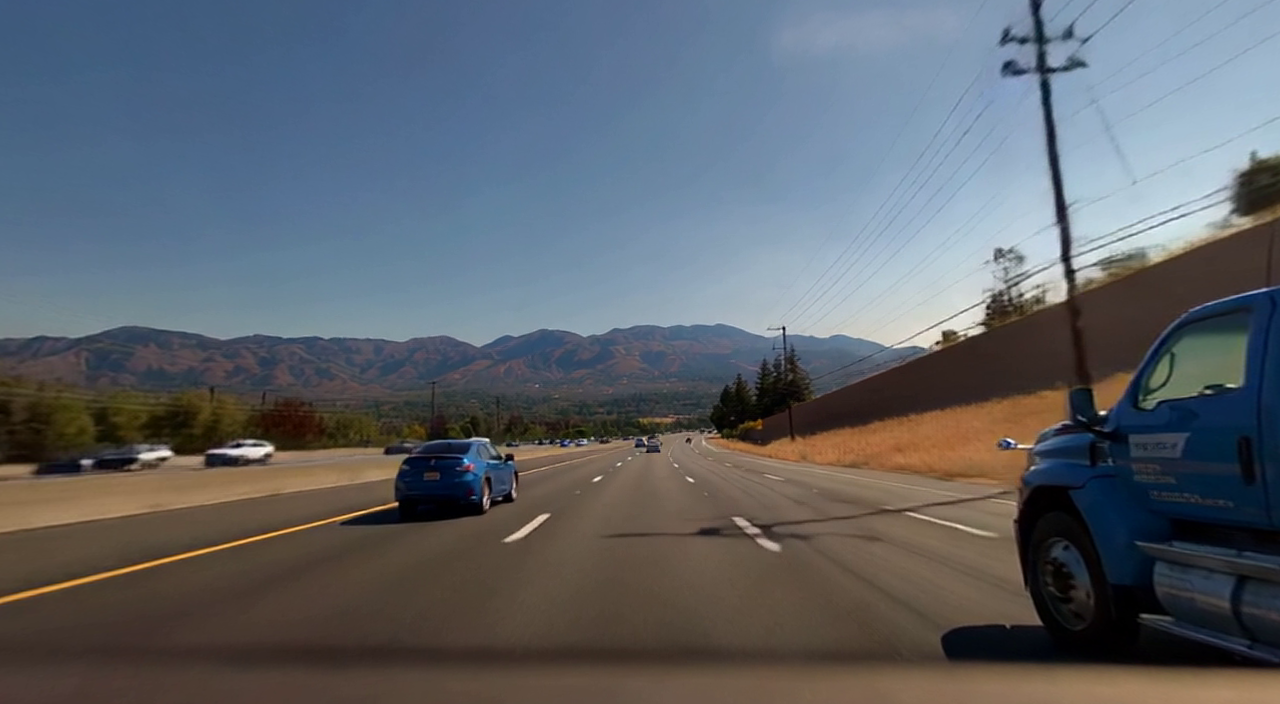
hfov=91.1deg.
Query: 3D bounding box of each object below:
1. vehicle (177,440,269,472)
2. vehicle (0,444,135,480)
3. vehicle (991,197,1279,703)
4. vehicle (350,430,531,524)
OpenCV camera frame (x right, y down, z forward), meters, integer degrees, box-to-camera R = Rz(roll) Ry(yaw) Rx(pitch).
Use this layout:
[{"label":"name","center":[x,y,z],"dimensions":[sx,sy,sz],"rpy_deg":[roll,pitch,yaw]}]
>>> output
[{"label":"vehicle","center":[-22.081,5.518,33.485],"dimensions":[1.852,1.572,4.337],"rpy_deg":[0,-8,1]},{"label":"vehicle","center":[-25.786,4.919,28.434],"dimensions":[1.912,1.437,4.612],"rpy_deg":[0,-8,0]},{"label":"vehicle","center":[3.646,0.334,0.872],"dimensions":[2.538,2.228,6.370],"rpy_deg":[0,-8,-1]},{"label":"vehicle","center":[-3.615,2.349,12.413],"dimensions":[1.974,1.493,4.563],"rpy_deg":[0,-8,1]}]
